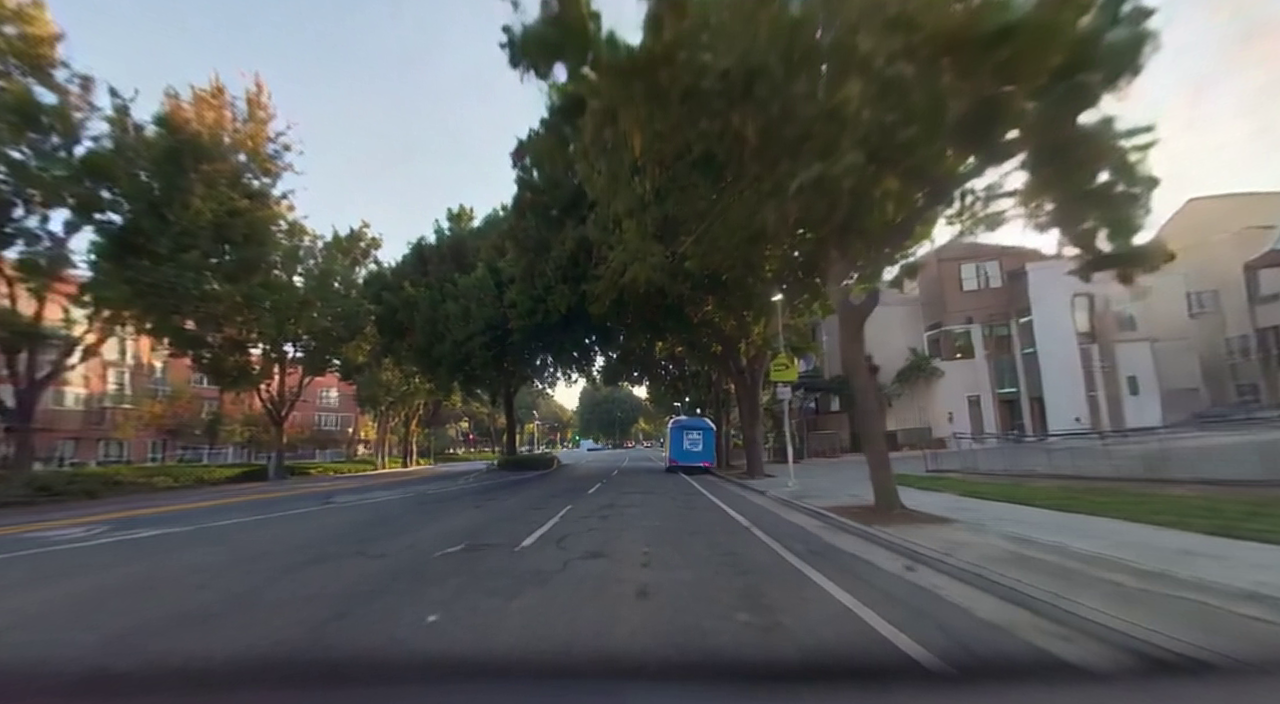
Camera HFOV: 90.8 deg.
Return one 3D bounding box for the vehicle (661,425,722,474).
[{"bbox_3d":[2.425,4.794,31.151,2.514,2.218,5.013,0,-9,-1],"label":"vehicle"}]
